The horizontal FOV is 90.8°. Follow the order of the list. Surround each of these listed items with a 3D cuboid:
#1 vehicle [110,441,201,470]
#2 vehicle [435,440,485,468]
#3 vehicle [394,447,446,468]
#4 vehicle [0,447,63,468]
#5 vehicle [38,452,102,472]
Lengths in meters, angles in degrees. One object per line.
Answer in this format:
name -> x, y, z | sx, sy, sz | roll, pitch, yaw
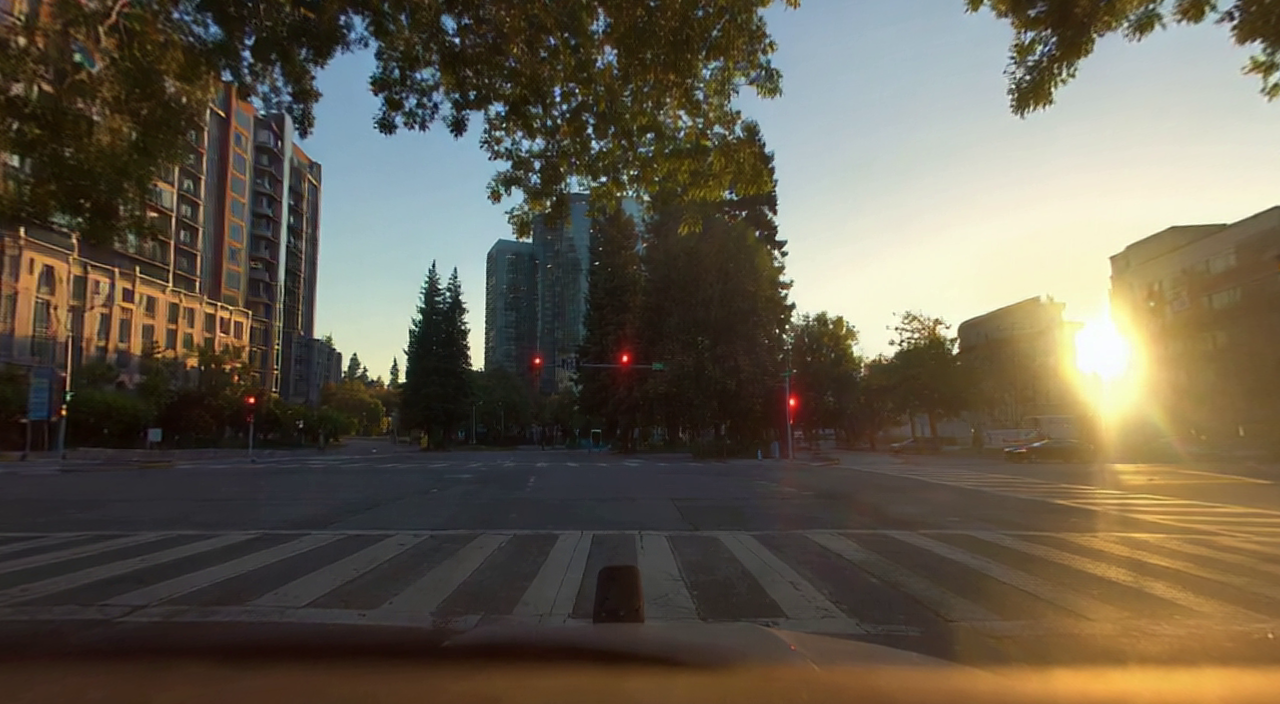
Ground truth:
vehicle -> -34.909, 7.425, 45.735 | 2.204, 1.955, 5.518 | 0, -8, 0
vehicle -> -11.964, 6.800, 42.314 | 2.080, 1.763, 4.341 | 0, -8, 0
vehicle -> -15.521, 7.445, 44.798 | 2.056, 1.450, 4.343 | 0, -8, 0
vehicle -> -45.258, 7.765, 46.593 | 1.858, 1.467, 3.624 | 0, -8, 0
vehicle -> -41.594, 8.015, 46.202 | 1.552, 1.339, 3.340 | -2, -9, 0
